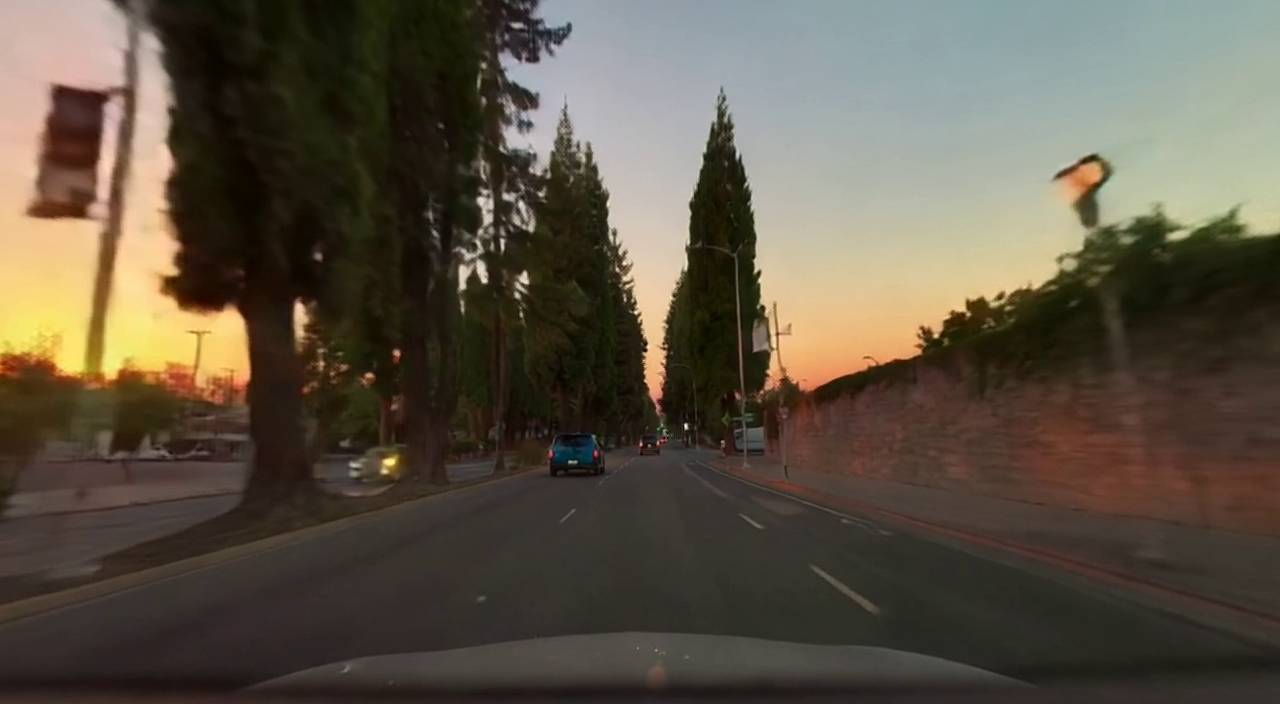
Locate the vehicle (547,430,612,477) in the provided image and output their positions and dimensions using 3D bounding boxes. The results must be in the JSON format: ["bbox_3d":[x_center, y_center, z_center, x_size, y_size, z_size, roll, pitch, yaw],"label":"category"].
[{"bbox_3d":[-2.544,4.448,27.781,2.281,1.837,4.845,0,-8,2],"label":"vehicle"}]

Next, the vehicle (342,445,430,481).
[{"bbox_3d":[-11.459,5.017,28.699,1.951,1.490,4.581,0,-8,2],"label":"vehicle"}]
